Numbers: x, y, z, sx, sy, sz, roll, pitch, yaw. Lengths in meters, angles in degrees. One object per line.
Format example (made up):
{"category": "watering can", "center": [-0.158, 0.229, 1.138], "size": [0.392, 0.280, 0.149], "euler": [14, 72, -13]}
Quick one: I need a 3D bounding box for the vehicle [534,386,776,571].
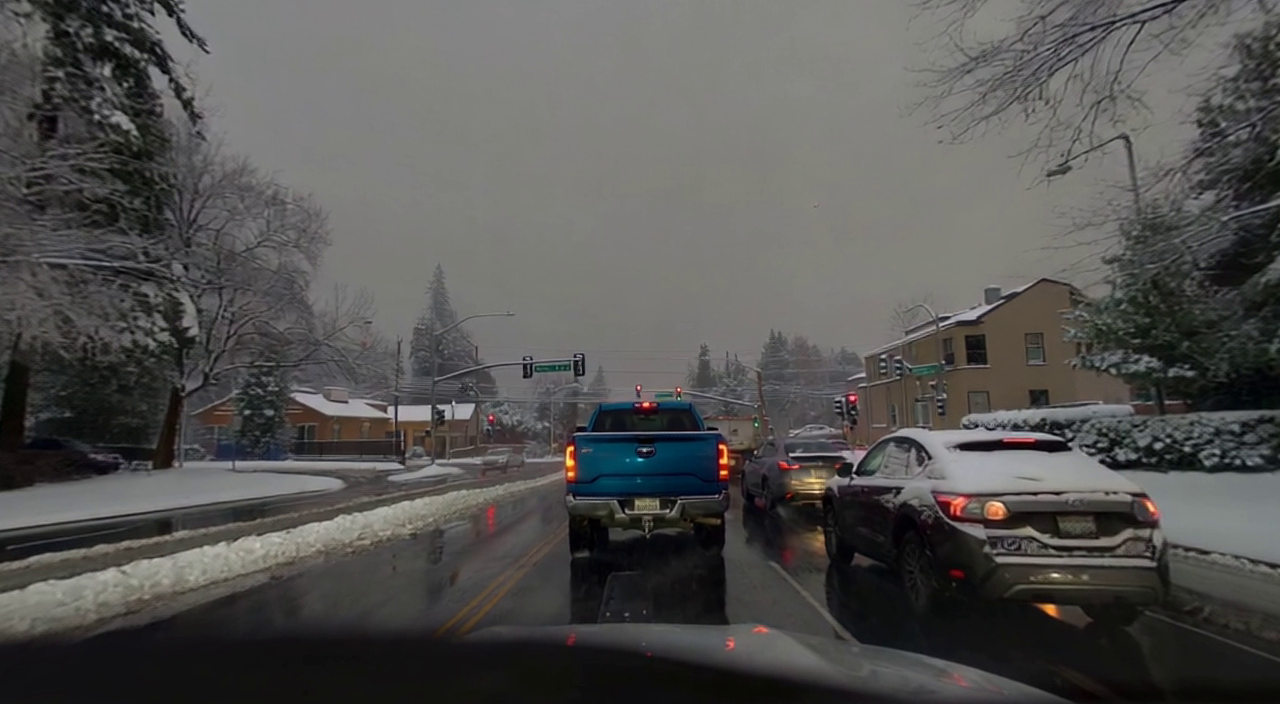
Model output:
{"category": "vehicle", "center": [0.174, 1.777, 9.680], "size": [2.636, 2.011, 5.425], "euler": [0, -8, 0]}

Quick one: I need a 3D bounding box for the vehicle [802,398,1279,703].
{"category": "vehicle", "center": [3.328, 1.465, 6.030], "size": [2.155, 1.667, 5.162], "euler": [0, -8, 0]}

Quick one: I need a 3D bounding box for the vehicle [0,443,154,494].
{"category": "vehicle", "center": [-21.746, 4.452, 24.542], "size": [2.062, 1.764, 4.508], "euler": [0, -8, -2]}
